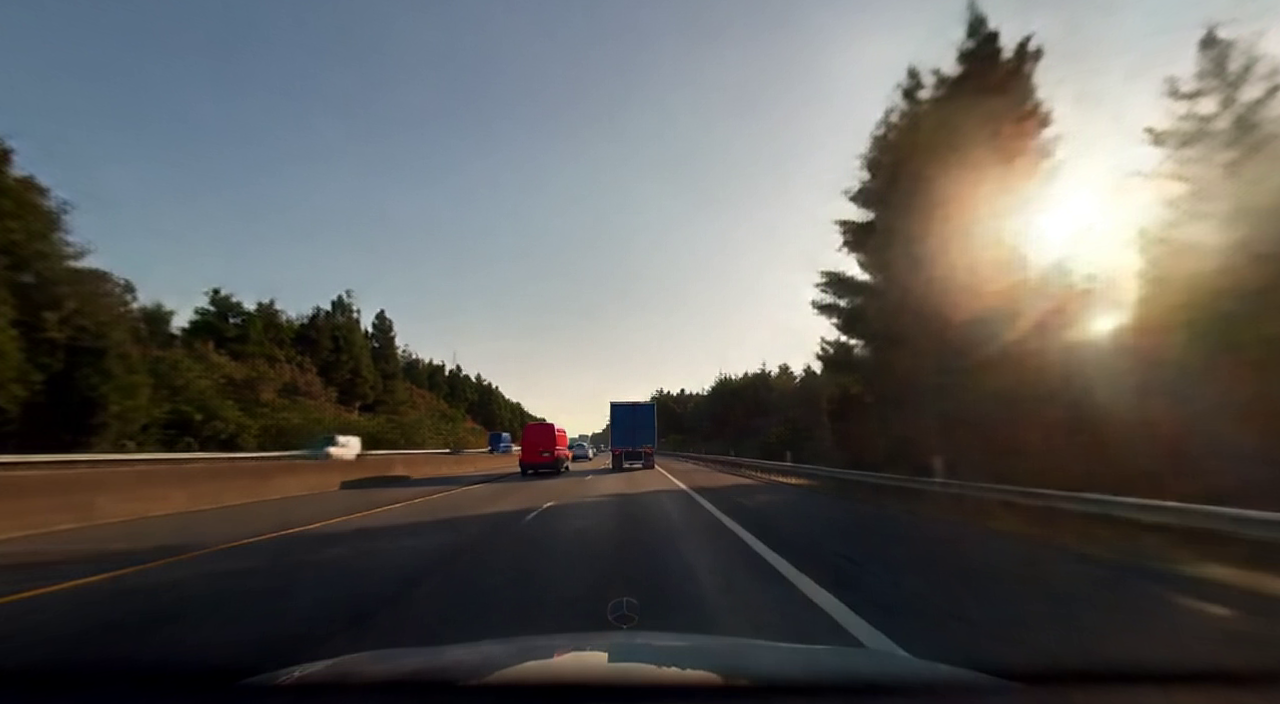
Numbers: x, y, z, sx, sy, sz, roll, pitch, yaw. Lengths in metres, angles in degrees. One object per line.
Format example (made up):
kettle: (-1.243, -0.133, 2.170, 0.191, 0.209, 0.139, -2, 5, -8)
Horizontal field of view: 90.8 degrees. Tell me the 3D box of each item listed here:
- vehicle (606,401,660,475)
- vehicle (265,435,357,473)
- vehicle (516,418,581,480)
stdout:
vehicle: (-0.463, 5.556, 39.977, 2.995, 4.036, 10.311, 0, -9, -1)
vehicle: (-13.679, 4.266, 26.500, 1.766, 1.459, 3.806, 0, -9, 1)
vehicle: (-4.404, 4.857, 31.541, 2.357, 2.786, 6.144, 0, -9, -1)
